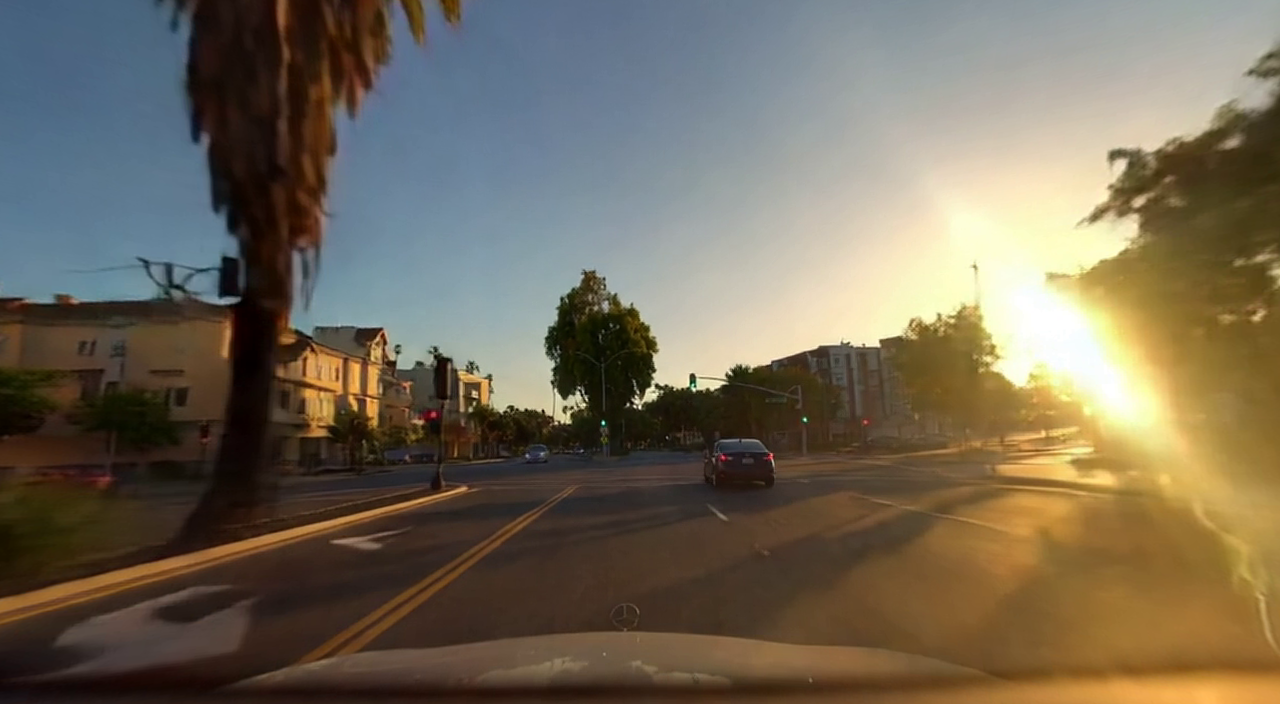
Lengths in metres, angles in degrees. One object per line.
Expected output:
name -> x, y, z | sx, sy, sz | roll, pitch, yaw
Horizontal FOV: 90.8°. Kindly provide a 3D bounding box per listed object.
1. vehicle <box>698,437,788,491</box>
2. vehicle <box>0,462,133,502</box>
vehicle -> 3.061, 3.432, 19.737 | 1.964, 1.448, 4.295 | 0, -8, -2
vehicle -> -26.802, 6.042, 29.538 | 4.558, 1.718, 2.151 | -2, -8, 8
